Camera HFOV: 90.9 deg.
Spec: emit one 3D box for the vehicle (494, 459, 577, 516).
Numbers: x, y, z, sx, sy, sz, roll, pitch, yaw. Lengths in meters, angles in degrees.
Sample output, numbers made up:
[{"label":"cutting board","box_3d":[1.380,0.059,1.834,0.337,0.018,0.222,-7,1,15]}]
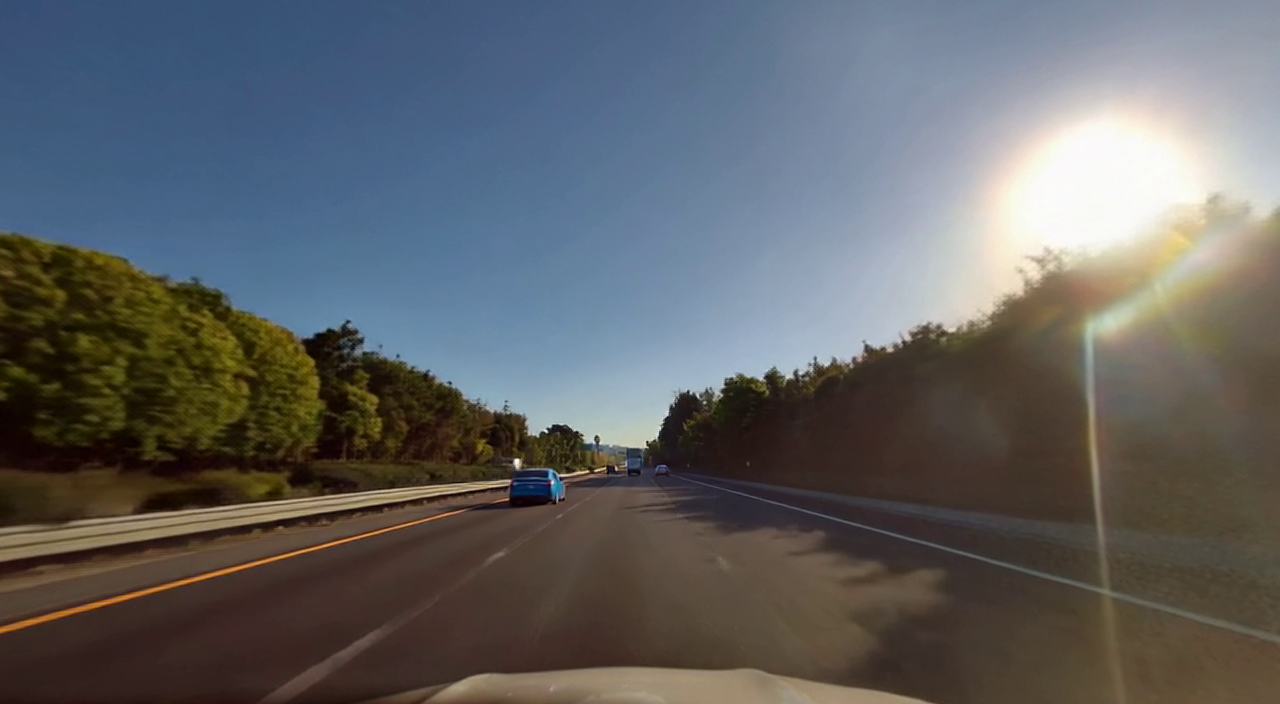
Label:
[{"label":"vehicle","box_3d":[-3.121,4.154,19.652,1.797,1.532,4.072,1,-10,1]}]
